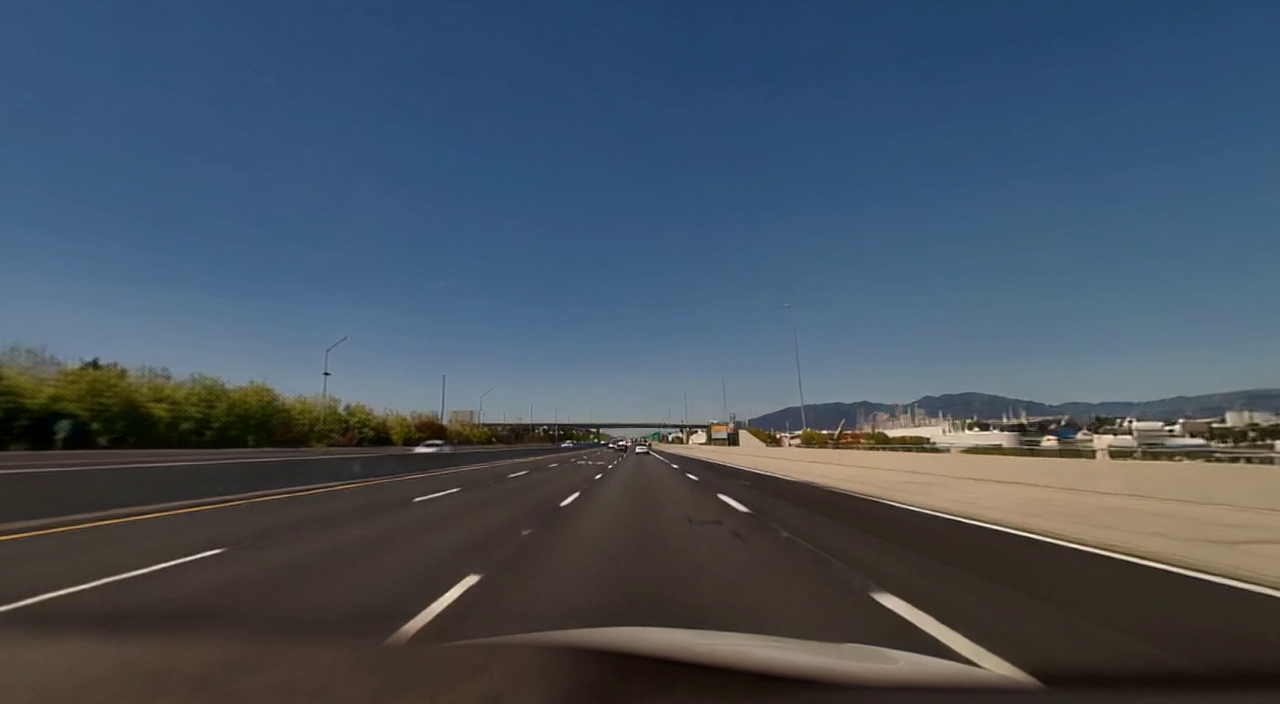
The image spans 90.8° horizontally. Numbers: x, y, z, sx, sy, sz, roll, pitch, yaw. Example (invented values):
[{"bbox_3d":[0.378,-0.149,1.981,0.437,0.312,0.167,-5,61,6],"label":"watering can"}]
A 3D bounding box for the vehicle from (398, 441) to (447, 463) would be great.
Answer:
[{"bbox_3d":[-16.211,7.494,47.321,2.130,1.507,4.361,0,-9,0],"label":"vehicle"}]
